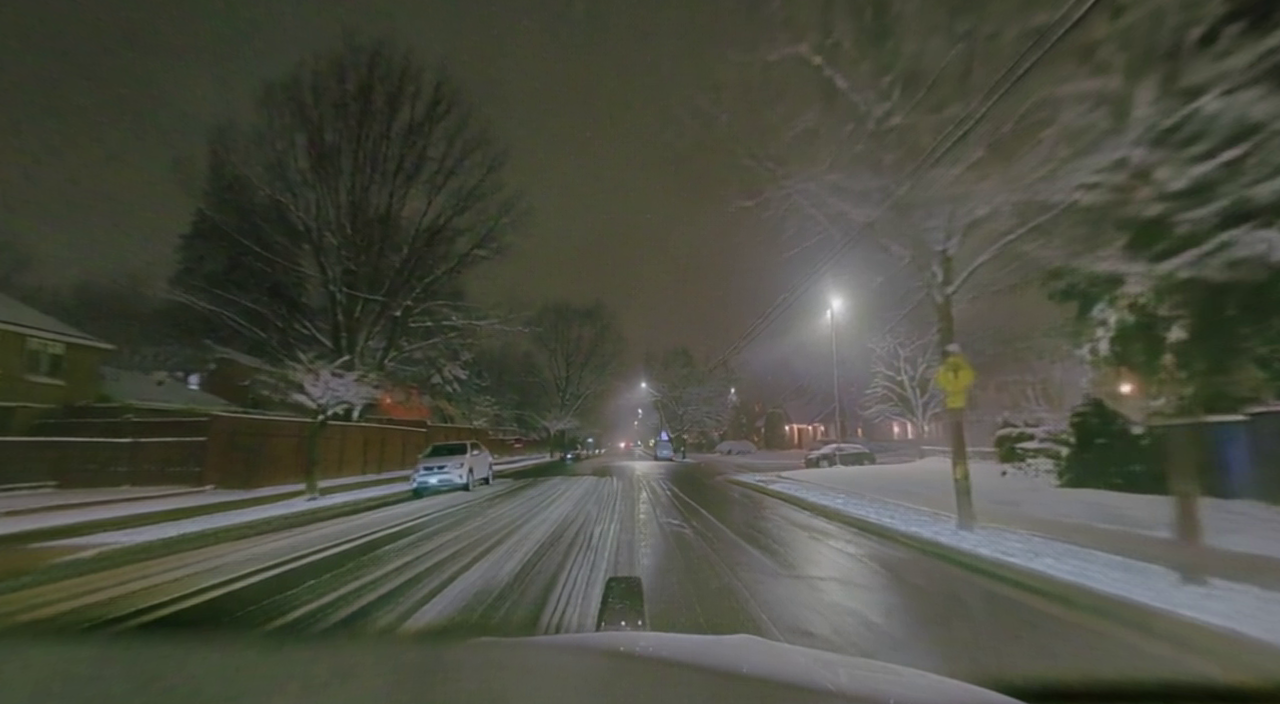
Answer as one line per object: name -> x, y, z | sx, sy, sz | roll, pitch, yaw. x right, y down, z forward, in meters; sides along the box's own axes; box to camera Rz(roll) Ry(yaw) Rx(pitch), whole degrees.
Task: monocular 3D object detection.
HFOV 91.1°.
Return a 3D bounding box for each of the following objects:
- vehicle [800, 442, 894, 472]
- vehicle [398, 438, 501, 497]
vehicle -> 12.171, 6.172, 37.058 | 4.708, 1.527, 2.113 | 0, -8, -10
vehicle -> -6.103, 3.728, 20.703 | 1.998, 1.742, 4.210 | 0, -9, 1
